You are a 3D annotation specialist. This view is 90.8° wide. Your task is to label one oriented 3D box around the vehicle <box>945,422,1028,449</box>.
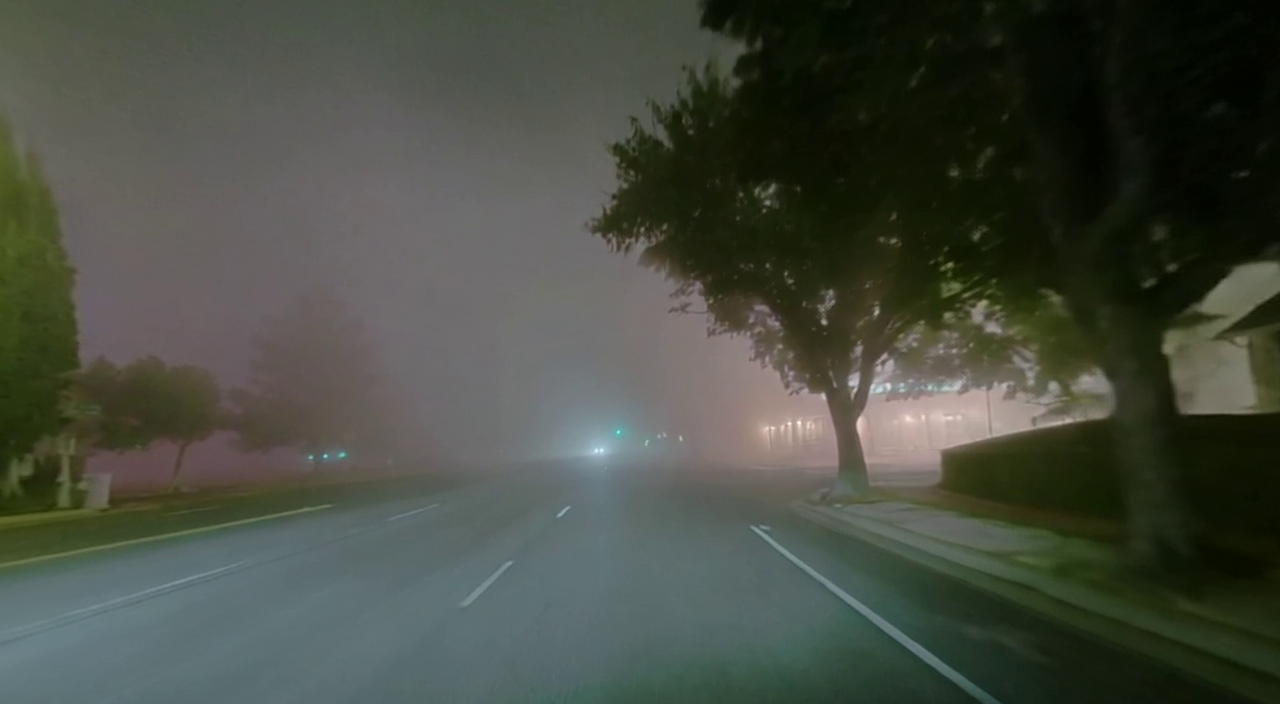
[{"bbox_3d":[21.606,5.296,39.706,2.028,1.584,4.971,1,-9,-5],"label":"vehicle"}]
